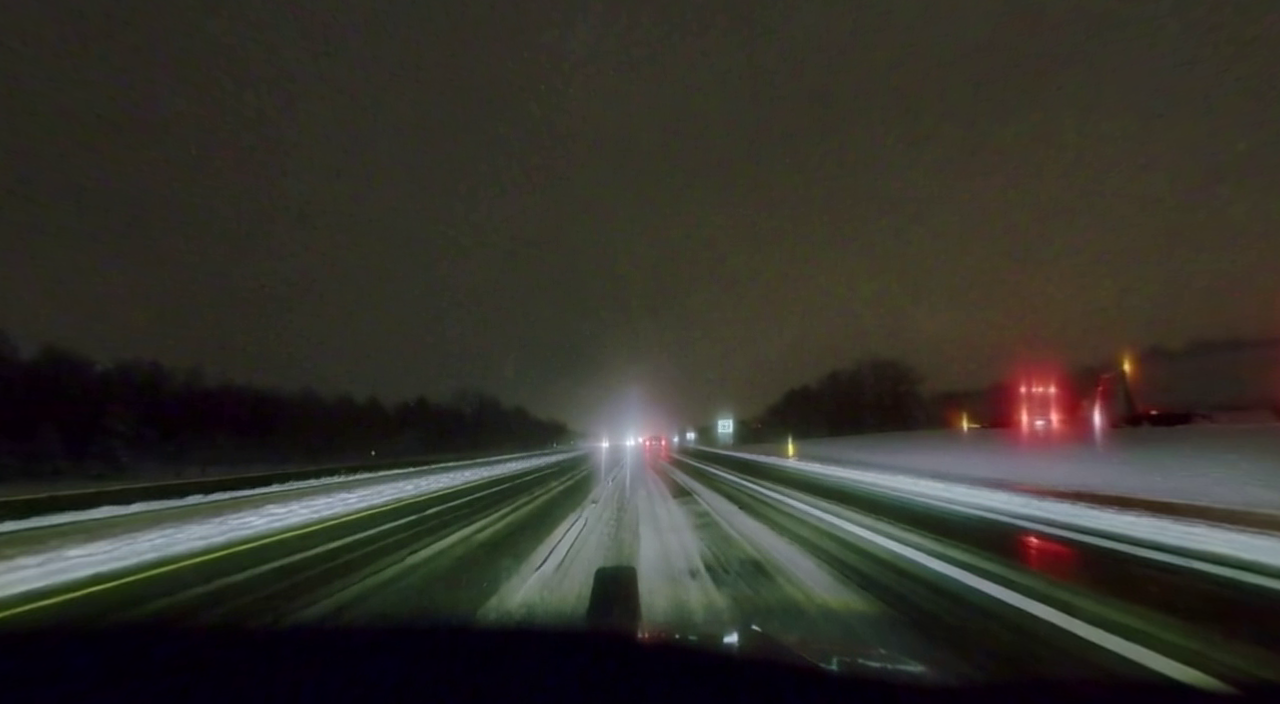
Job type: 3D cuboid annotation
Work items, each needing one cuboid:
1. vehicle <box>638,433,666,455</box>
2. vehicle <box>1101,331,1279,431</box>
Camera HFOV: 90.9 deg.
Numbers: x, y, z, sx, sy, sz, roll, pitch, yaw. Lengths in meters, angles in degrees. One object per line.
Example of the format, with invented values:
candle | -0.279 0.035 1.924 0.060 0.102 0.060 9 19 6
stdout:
vehicle | 0.926 7.177 49.449 2.069 1.660 4.040 0 -8 -1
vehicle | 33.318 1.812 35.214 2.910 4.578 16.580 -5 -9 2
